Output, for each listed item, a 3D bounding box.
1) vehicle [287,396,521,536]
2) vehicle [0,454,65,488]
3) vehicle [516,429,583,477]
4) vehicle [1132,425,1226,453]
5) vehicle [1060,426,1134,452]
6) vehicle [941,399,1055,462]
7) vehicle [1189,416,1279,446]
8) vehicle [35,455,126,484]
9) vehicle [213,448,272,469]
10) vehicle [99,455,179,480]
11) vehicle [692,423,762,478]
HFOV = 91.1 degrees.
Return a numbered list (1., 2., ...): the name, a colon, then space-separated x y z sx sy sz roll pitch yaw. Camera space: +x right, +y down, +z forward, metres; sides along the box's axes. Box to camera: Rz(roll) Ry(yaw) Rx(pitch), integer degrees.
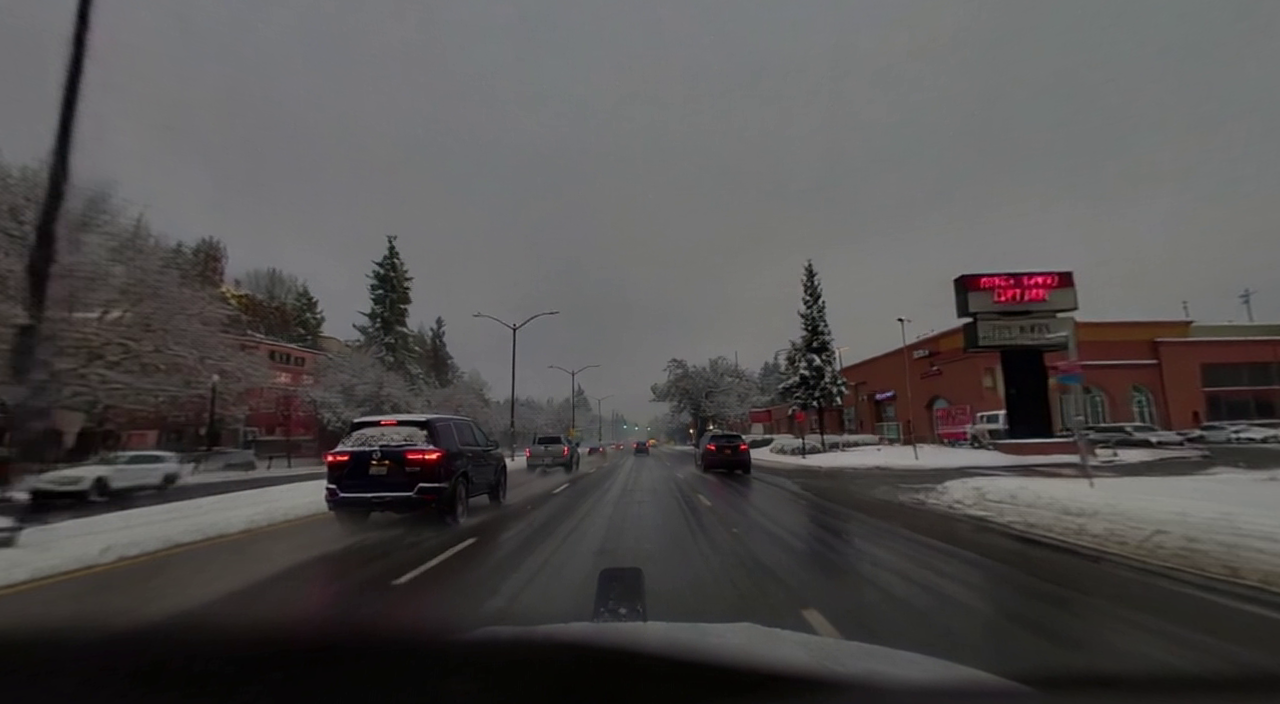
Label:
1. vehicle: -3.735 1.922 11.183 2.210 1.925 4.838 0 -8 1
2. vehicle: -31.361 5.940 31.403 3.631 1.578 1.612 6 -10 -38
3. vehicle: -3.606 4.090 25.786 2.014 1.775 4.404 0 -8 1
4. vehicle: 30.848 5.022 36.100 1.735 1.478 4.040 0 -8 -2
5. vehicle: 30.364 5.810 41.838 1.830 1.651 3.967 0 -8 -1
6. vehicle: 21.999 4.951 39.146 2.758 3.509 7.034 0 -8 -1
7. vehicle: 33.595 4.497 35.379 1.776 1.565 3.870 0 -9 1
8. vehicle: -31.042 6.478 34.901 3.607 1.428 1.639 7 -11 -41
9. vehicle: -29.856 8.015 47.283 3.617 1.442 1.608 4 -9 -29
10. vehicle: -30.929 7.117 38.873 3.686 1.382 1.629 6 -10 -36
11. vehicle: 3.257 3.799 24.448 2.024 1.921 4.431 0 -8 -1
